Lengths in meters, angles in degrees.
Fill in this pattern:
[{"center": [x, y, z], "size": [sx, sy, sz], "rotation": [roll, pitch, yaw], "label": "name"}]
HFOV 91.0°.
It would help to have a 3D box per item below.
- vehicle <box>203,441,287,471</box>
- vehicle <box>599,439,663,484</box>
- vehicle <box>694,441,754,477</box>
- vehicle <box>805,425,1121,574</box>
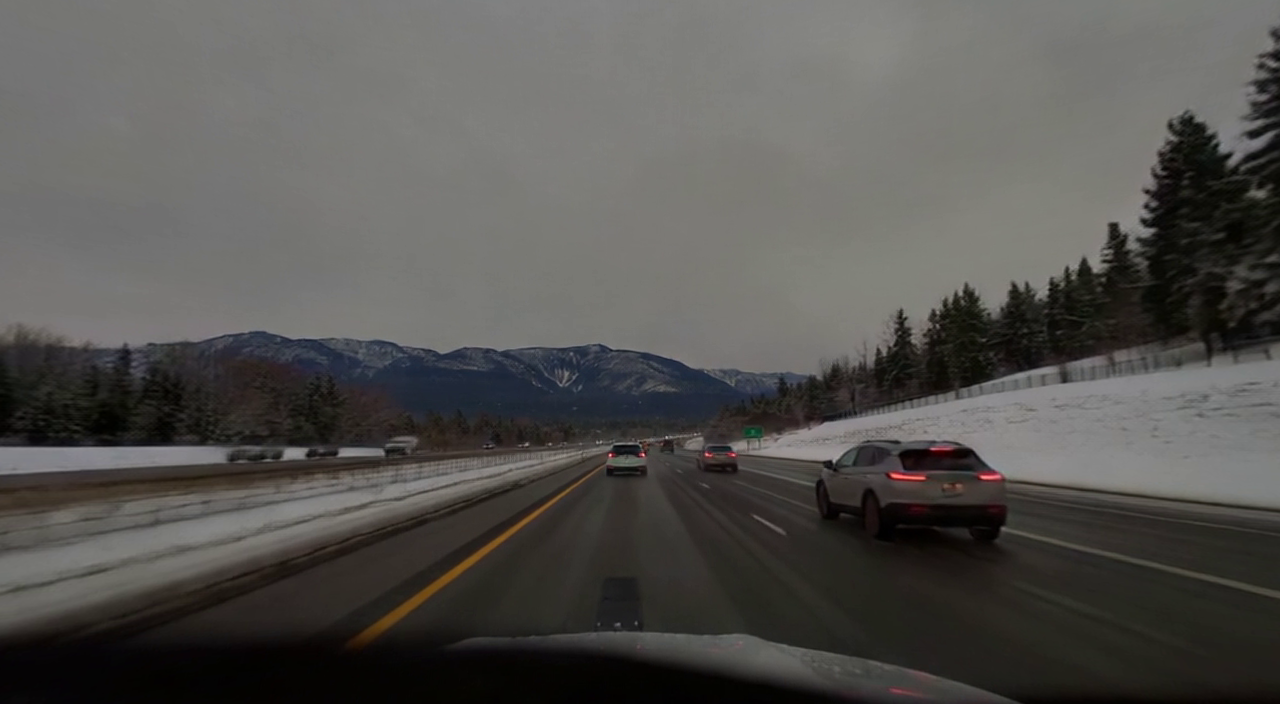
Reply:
[{"center": [-25.040, 6.575, 40.167], "size": [2.172, 1.771, 4.917], "rotation": [0, -9, -1], "label": "vehicle"}, {"center": [-0.326, 3.880, 22.487], "size": [2.085, 1.449, 3.860], "rotation": [0, -9, -1], "label": "vehicle"}, {"center": [3.572, 4.634, 27.502], "size": [1.957, 1.447, 4.241], "rotation": [0, -9, -1], "label": "vehicle"}, {"center": [3.847, 1.815, 8.565], "size": [1.949, 1.493, 4.272], "rotation": [0, -9, -1], "label": "vehicle"}]
